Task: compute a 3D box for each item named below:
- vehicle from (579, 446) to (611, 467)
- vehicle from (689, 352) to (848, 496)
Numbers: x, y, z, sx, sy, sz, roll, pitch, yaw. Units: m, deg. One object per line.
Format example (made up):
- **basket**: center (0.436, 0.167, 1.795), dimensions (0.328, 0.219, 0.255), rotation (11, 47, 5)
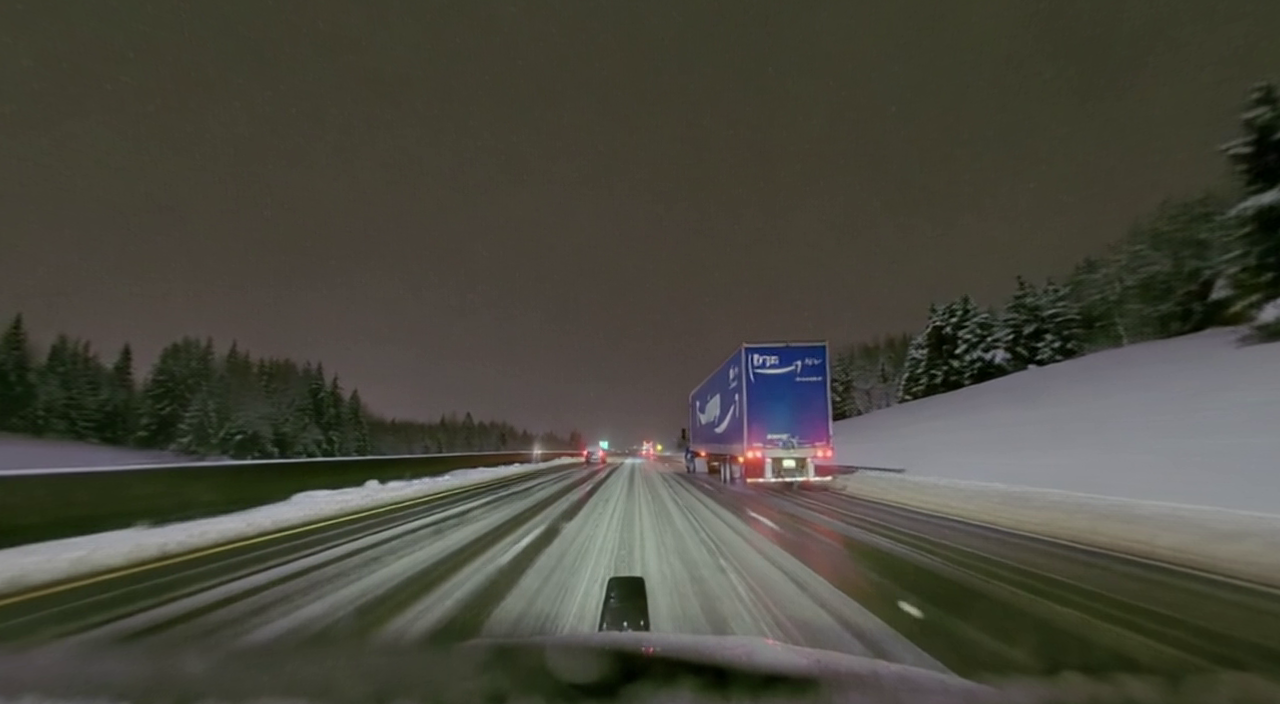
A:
- **vehicle**: center (-3.483, 8.249, 49.618), dimensions (2.200, 1.562, 4.959), rotation (0, -8, 0)
- **vehicle**: center (4.238, 3.240, 26.097), dimensions (2.928, 4.021, 17.190), rotation (0, -8, 0)
